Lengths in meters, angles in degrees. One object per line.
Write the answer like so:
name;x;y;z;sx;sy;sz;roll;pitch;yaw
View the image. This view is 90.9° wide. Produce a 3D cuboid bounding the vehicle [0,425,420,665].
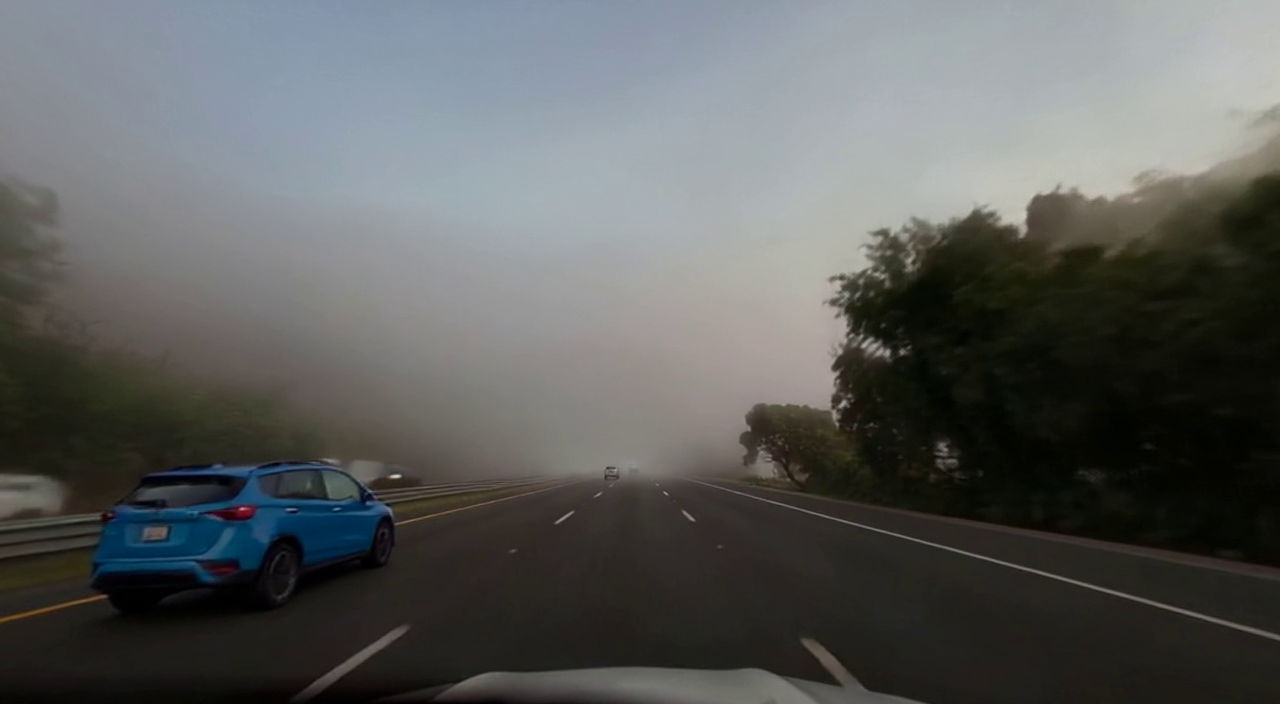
vehicle;-3.840;1.634;6.238;1.797;1.532;4.072;1;-10;0
